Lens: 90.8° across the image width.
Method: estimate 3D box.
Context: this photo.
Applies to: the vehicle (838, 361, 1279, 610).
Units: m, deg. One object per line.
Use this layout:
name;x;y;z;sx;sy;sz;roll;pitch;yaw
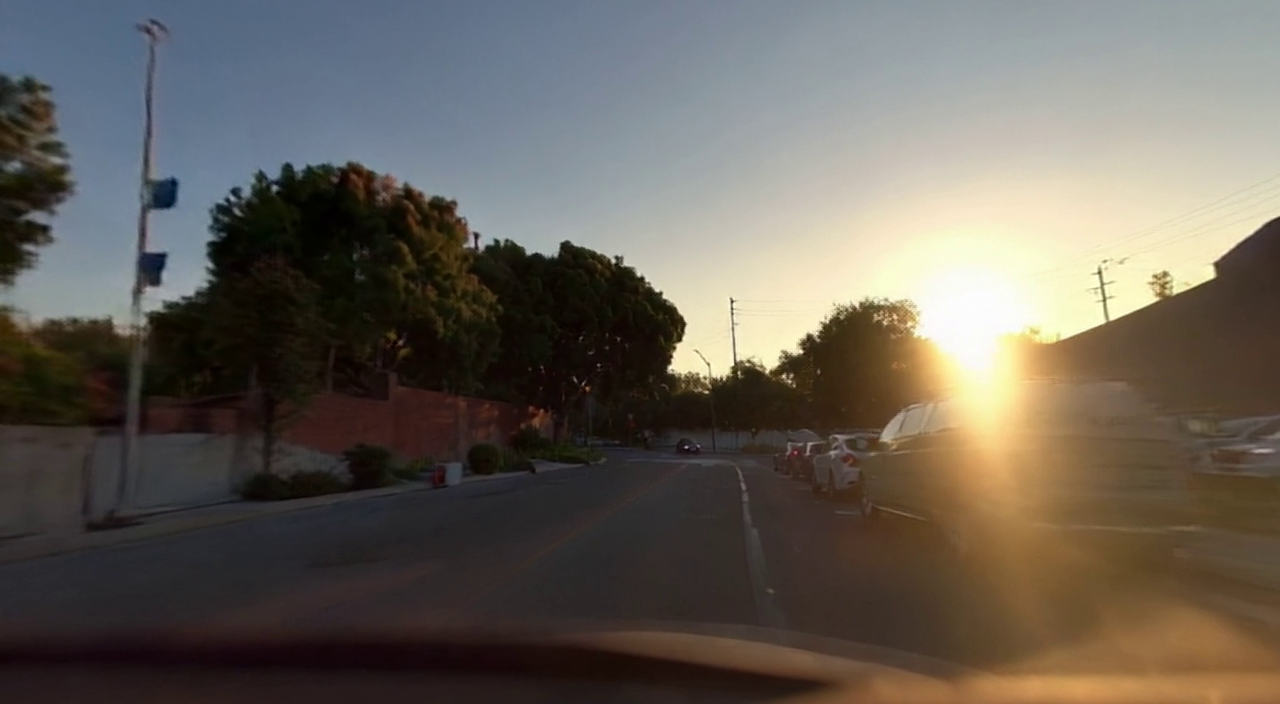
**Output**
vehicle;4.499;1.536;8.389;2.291;1.981;6.444;-1;-8;6
